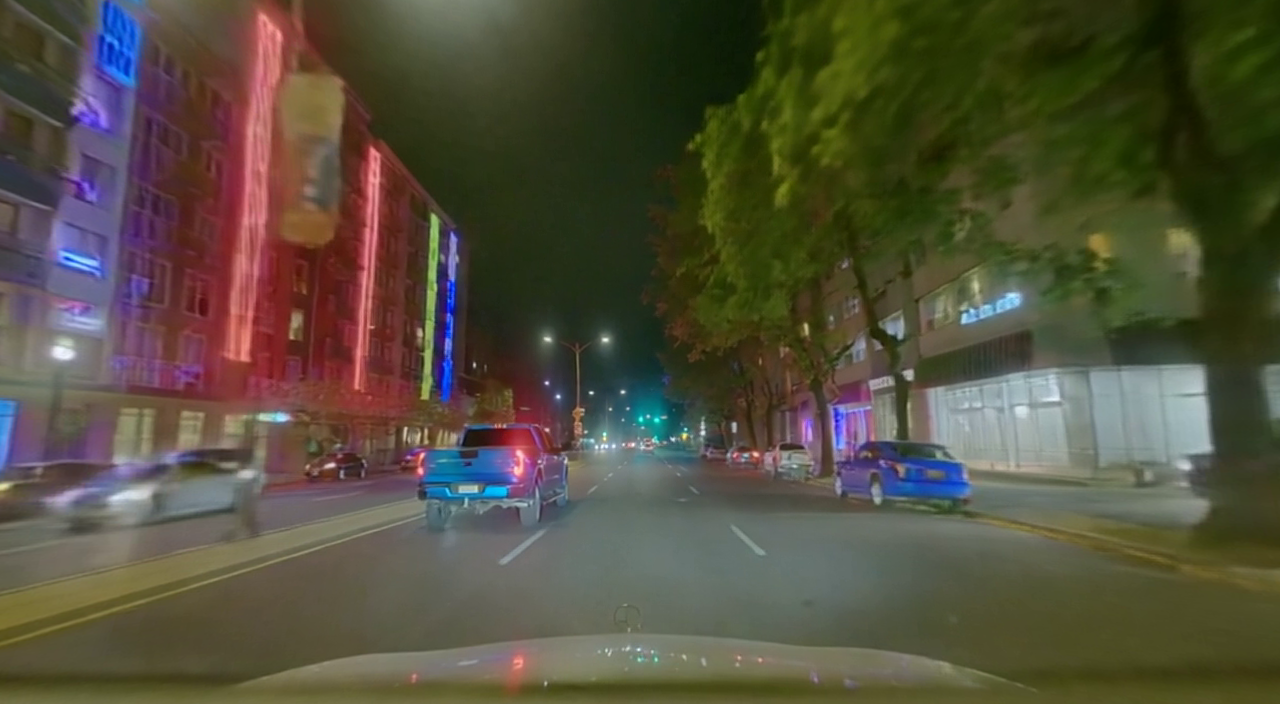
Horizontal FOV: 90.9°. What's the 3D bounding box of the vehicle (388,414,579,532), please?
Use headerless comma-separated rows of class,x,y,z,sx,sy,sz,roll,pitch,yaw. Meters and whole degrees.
vehicle,-2.664,2.260,12.416,2.197,1.786,5.365,-1,-9,2

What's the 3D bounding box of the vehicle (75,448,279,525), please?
vehicle,-10.010,2.883,14.051,1.685,1.457,3.700,0,-9,0

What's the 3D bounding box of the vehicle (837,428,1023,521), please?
vehicle,6.091,2.618,14.030,1.928,1.679,4.716,0,-9,1

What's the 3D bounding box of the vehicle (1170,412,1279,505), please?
vehicle,12.875,2.046,12.186,1.864,1.705,3.878,0,-9,1

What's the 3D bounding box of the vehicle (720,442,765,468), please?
vehicle,6.264,6.321,38.795,1.988,1.514,3.962,0,-9,-2

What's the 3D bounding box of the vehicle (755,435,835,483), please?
vehicle,6.117,4.264,25.478,2.018,1.743,4.529,0,-9,-1

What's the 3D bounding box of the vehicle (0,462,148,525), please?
vehicle,-16.149,3.758,17.188,1.851,1.383,4.507,0,-9,0
